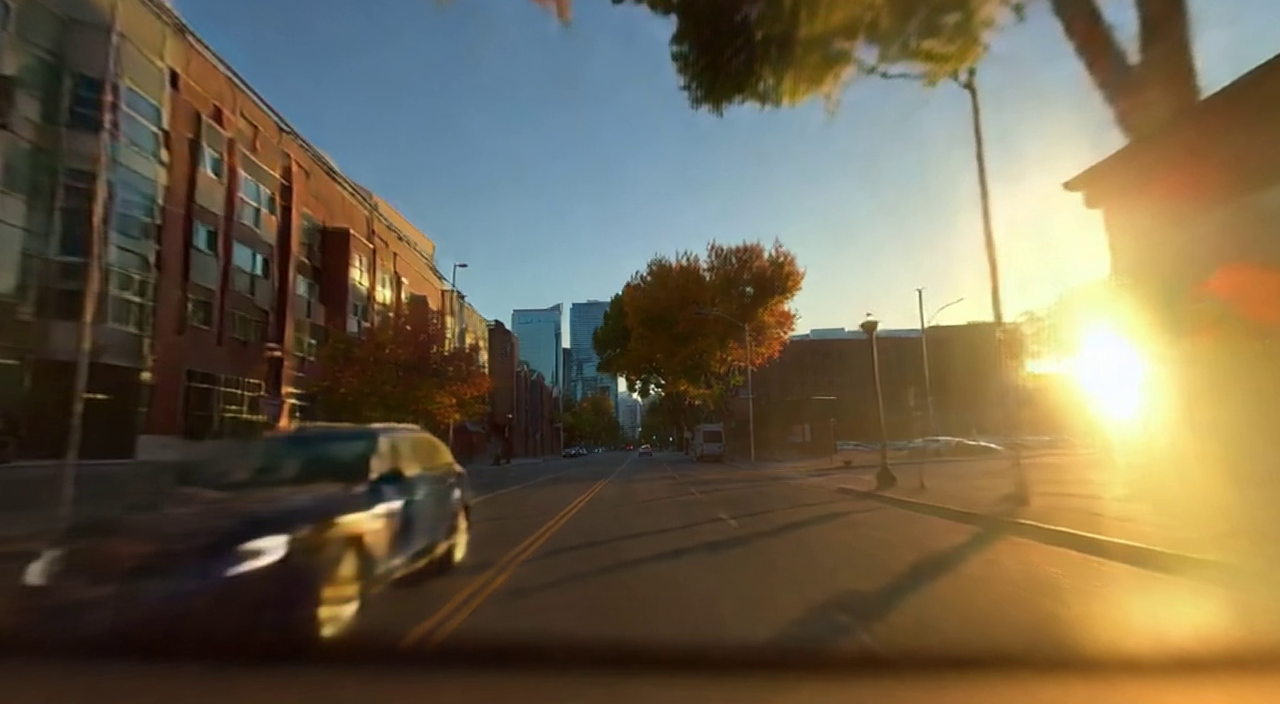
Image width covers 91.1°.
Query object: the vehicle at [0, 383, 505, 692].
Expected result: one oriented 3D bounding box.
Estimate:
[{"bbox_3d":[-2.948,1.378,5.855,2.332,1.732,4.463,0,-8,1],"label":"vehicle"}]
